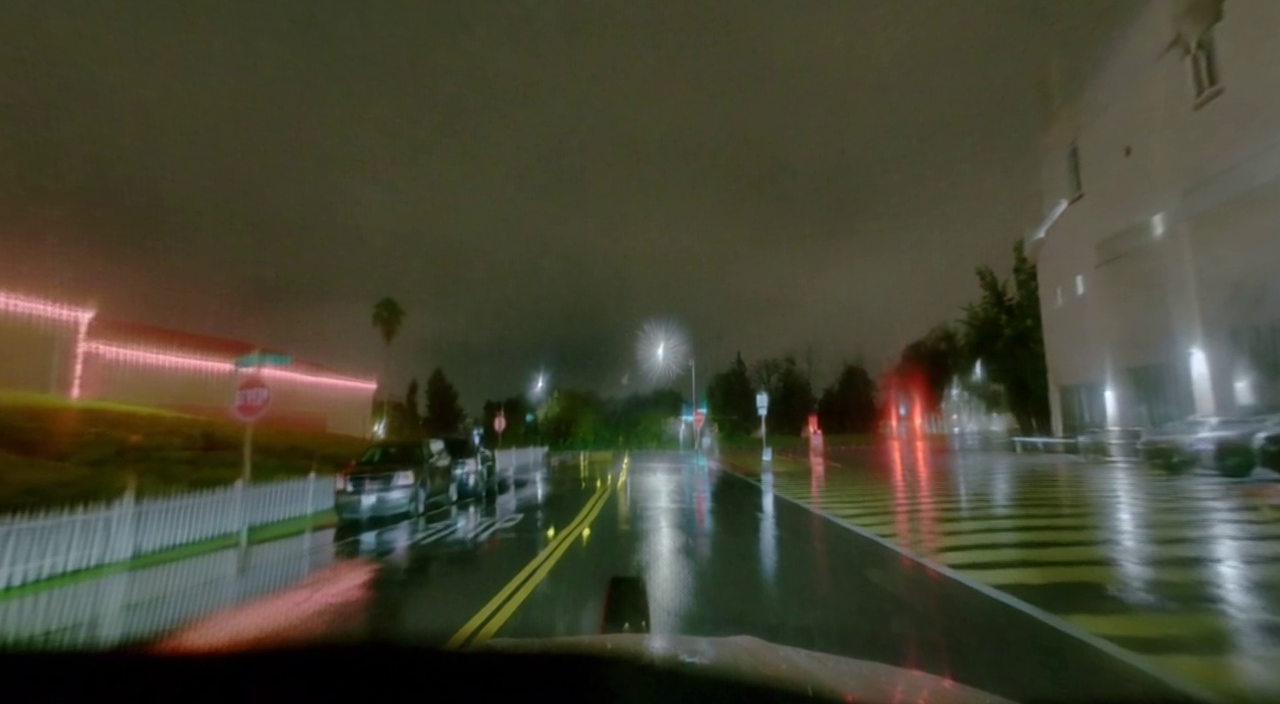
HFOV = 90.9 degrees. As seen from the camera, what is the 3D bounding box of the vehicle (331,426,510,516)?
[{"bbox_3d":[-5.433,2.994,16.821,2.308,1.899,6.107,-2,-7,3],"label":"vehicle"}]
